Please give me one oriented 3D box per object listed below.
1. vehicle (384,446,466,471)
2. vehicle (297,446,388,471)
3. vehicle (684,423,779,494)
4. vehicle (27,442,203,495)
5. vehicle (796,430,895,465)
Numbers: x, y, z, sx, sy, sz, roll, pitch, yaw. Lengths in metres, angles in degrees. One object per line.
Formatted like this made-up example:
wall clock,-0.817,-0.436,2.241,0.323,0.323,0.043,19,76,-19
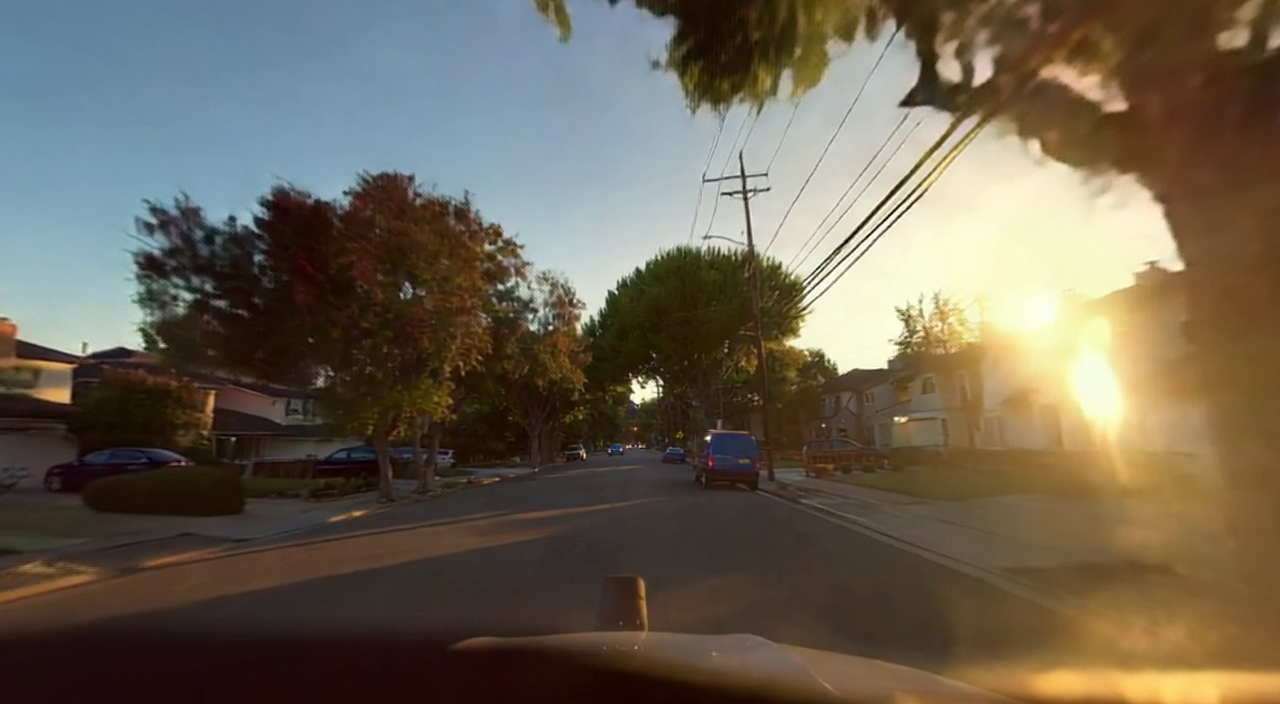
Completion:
vehicle,-13.341,6.595,39.371,4.443,1.475,1.932,0,-9,-2
vehicle,-18.355,6.588,39.134,4.615,1.482,2.073,0,-8,0
vehicle,2.900,3.552,21.372,2.311,2.069,5.156,0,-9,-1
vehicle,-18.480,4.093,22.413,4.414,1.731,2.008,-1,-8,0
vehicle,10.965,5.127,33.872,4.602,1.799,1.859,0,-9,-1
